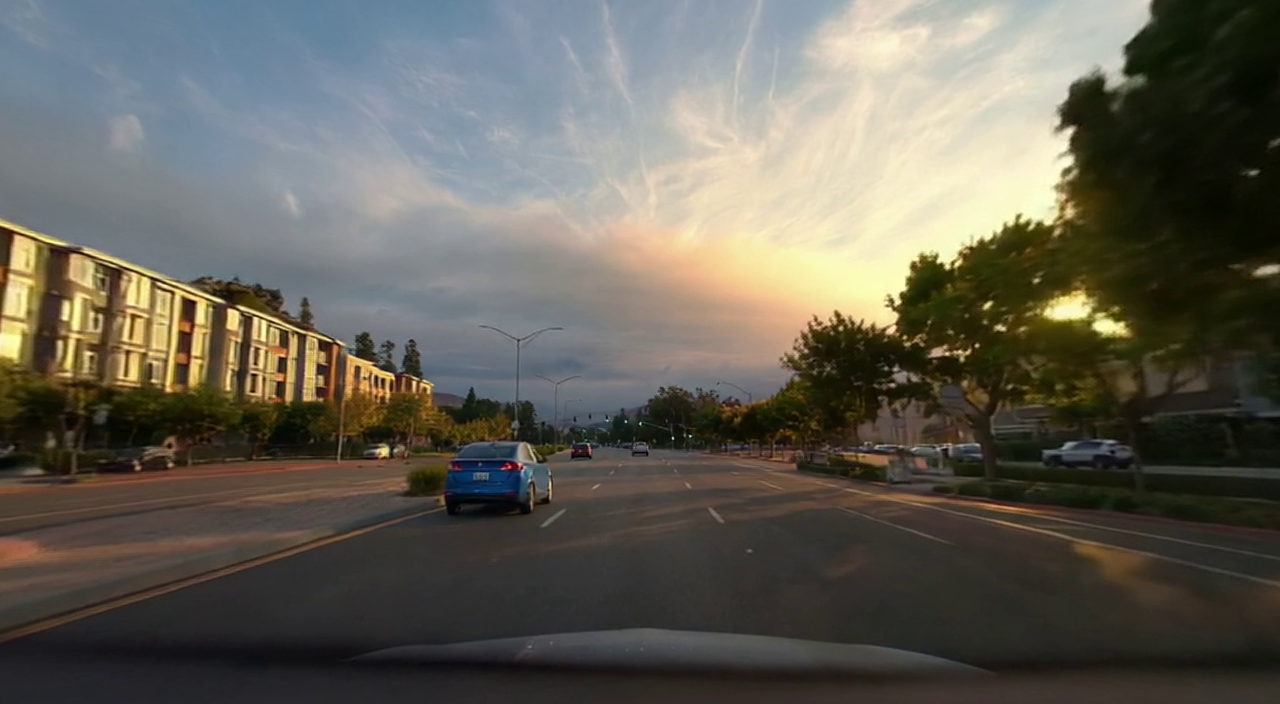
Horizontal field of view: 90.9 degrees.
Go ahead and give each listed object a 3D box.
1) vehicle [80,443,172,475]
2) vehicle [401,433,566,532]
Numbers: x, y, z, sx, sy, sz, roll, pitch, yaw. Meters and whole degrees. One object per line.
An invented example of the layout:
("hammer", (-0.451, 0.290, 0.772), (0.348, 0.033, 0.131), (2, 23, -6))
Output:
("vehicle", (-27.734, 5.745, 34.238), (1.940, 1.531, 5.040), (2, -8, -16))
("vehicle", (-2.824, 2.444, 12.534), (2.009, 1.489, 4.543), (-3, -8, 1))
